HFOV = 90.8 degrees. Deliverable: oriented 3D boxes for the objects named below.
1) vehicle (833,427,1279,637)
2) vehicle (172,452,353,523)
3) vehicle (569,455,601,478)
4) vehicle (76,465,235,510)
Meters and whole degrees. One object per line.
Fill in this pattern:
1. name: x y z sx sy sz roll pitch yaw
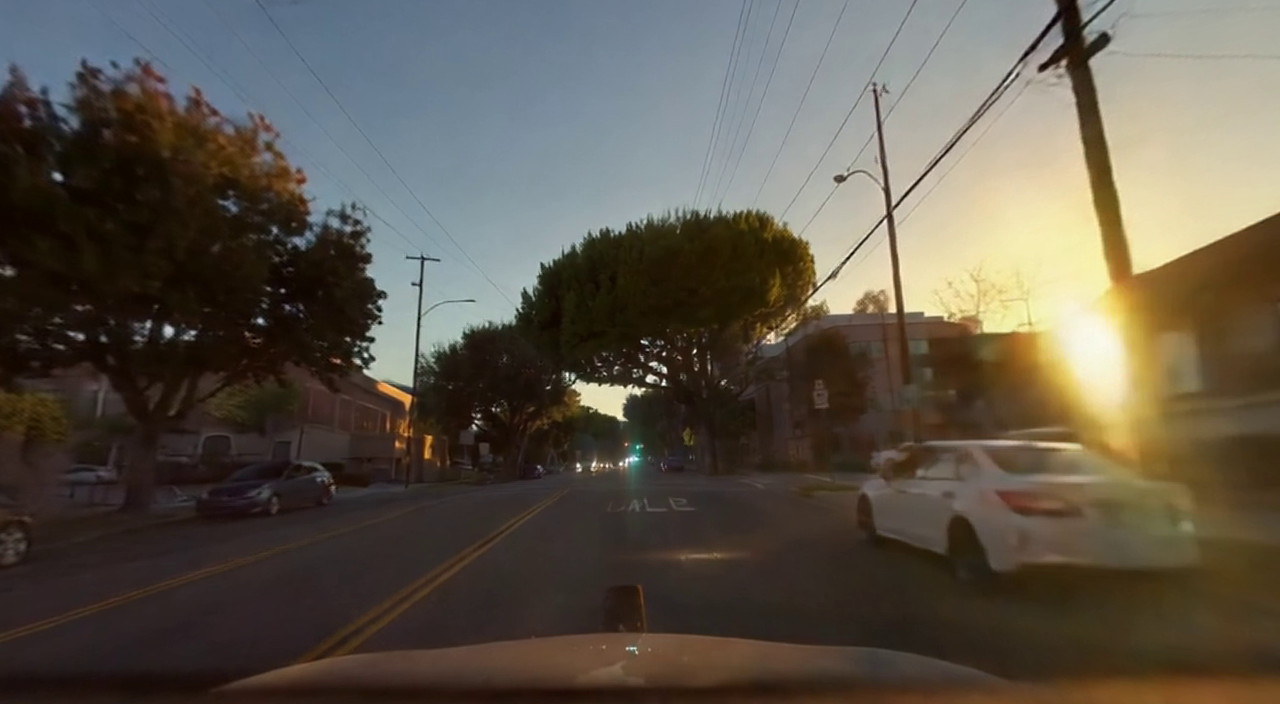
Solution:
1. vehicle: 3.820 1.628 6.908 1.946 1.468 4.721 0 -8 0
2. vehicle: -9.453 3.382 16.408 2.000 1.495 4.687 0 -8 -3
3. vehicle: -4.187 8.821 48.824 2.108 1.651 4.176 0 -8 -1
4. vehicle: -17.916 5.007 23.531 4.285 1.518 1.962 0 -8 1
